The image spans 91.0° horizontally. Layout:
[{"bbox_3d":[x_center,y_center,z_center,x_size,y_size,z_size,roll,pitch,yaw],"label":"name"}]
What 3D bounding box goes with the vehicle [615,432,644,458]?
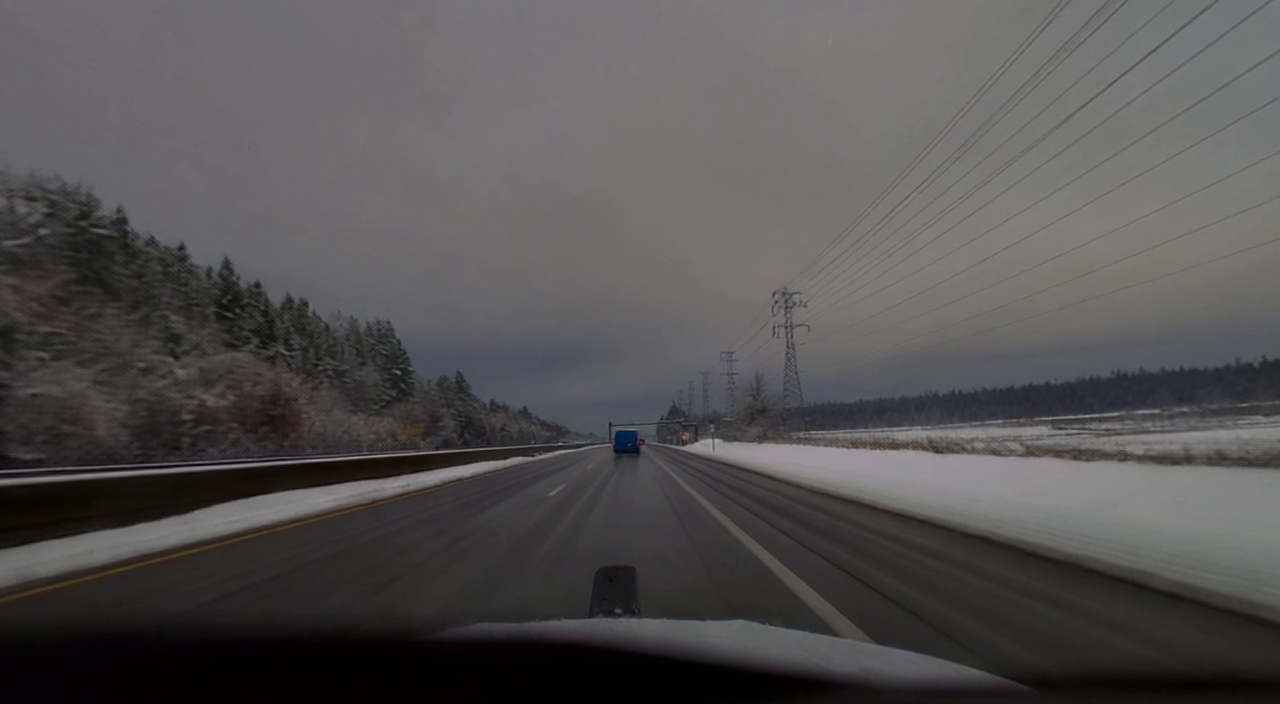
[{"bbox_3d":[-0.747,6.951,47.277,2.041,1.856,4.353,0,-8,0],"label":"vehicle"}]
